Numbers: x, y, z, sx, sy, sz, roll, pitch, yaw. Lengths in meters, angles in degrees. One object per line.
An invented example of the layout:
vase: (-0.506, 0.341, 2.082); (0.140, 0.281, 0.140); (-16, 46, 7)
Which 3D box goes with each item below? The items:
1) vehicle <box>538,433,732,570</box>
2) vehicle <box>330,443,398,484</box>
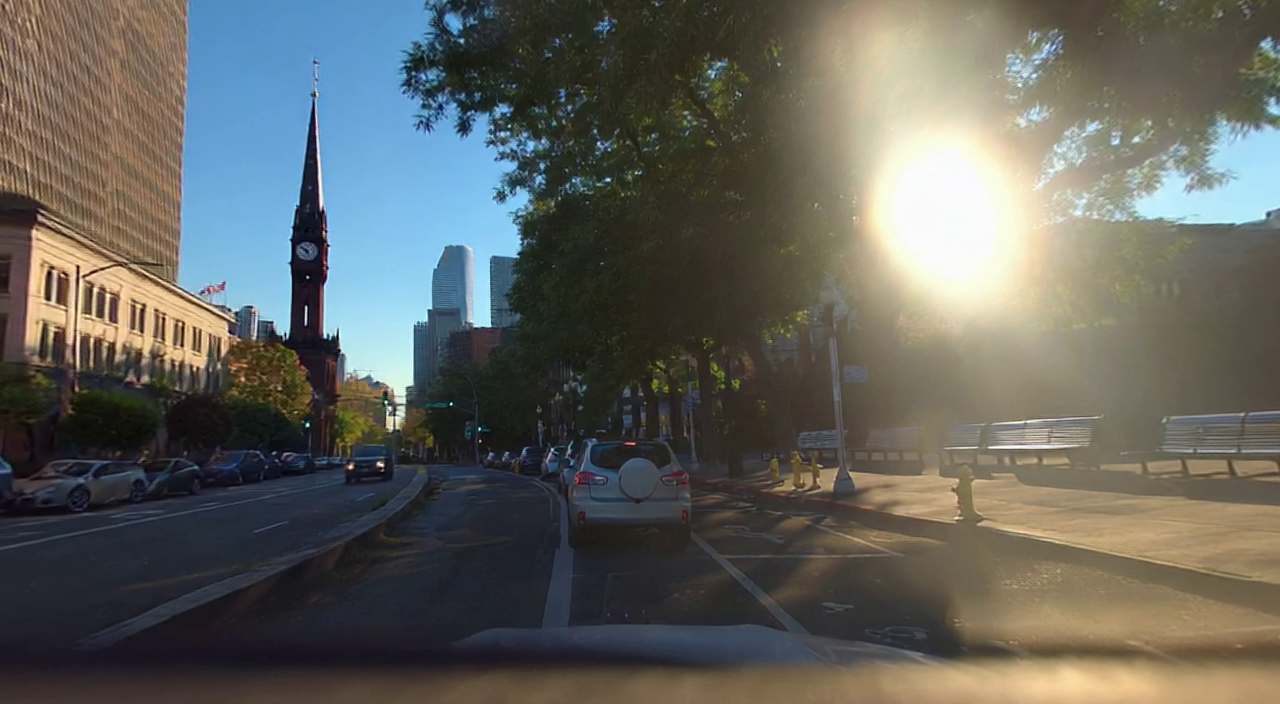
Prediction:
vehicle: (-0.241, 1.944, 9.036); (2.142, 1.475, 4.051); (1, -8, -6)
vehicle: (-12.792, 5.153, 29.531); (2.179, 1.698, 4.549); (2, -9, -15)
